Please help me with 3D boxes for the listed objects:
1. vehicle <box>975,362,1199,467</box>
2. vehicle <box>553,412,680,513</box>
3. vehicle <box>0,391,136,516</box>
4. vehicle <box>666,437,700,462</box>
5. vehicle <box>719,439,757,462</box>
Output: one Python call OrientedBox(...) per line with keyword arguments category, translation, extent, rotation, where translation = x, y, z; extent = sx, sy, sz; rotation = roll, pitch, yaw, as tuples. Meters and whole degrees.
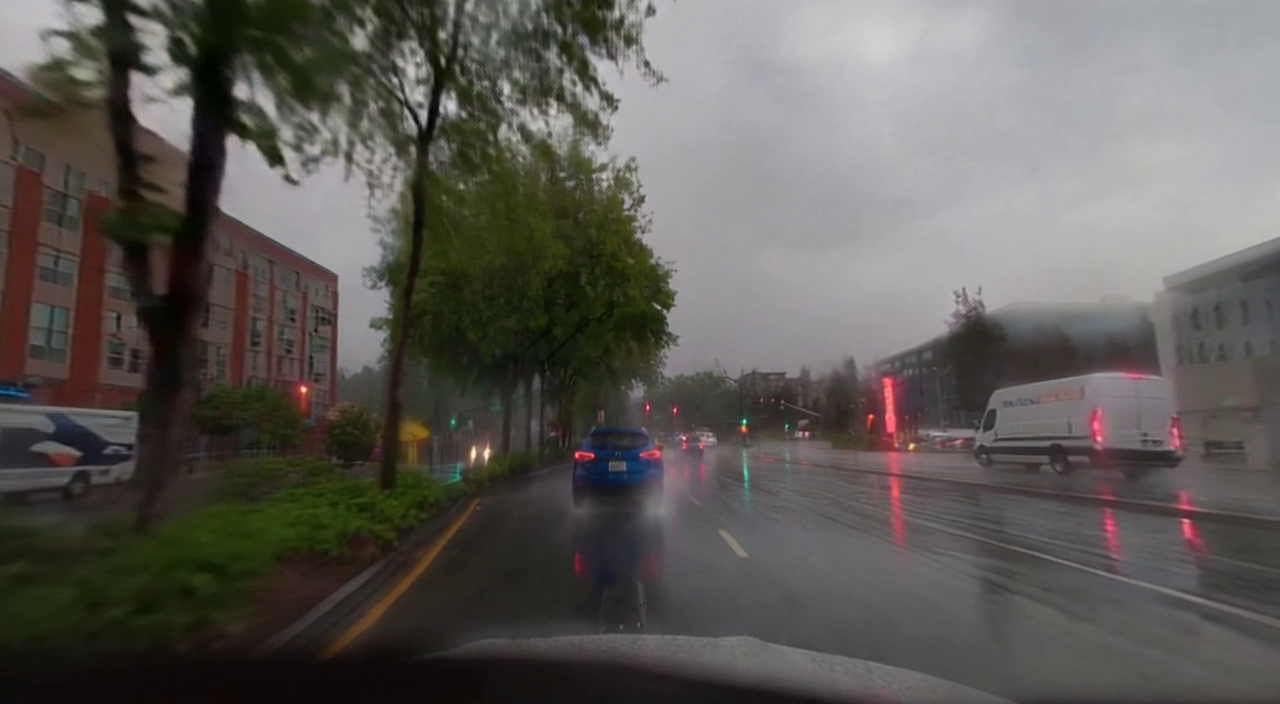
OrientedBox(category="vehicle", translation=(18.365, 2.895, 27.104), extent=(3.269, 3.755, 8.862), rotation=(0, -9, 2))
OrientedBox(category="vehicle", translation=(-0.463, 2.325, 13.616), extent=(2.277, 1.816, 4.192), rotation=(0, -9, -1))
OrientedBox(category="vehicle", translation=(-18.983, 2.875, 17.961), extent=(2.811, 3.399, 7.898), rotation=(0, -9, -2))
OrientedBox(category="vehicle", translation=(2.832, 6.494, 42.163), extent=(1.929, 1.590, 4.287), rotation=(0, -9, -1))
OrientedBox(category="vehicle", translation=(6.392, 6.509, 41.731), extent=(1.777, 1.443, 3.942), rotation=(0, -9, -2))
